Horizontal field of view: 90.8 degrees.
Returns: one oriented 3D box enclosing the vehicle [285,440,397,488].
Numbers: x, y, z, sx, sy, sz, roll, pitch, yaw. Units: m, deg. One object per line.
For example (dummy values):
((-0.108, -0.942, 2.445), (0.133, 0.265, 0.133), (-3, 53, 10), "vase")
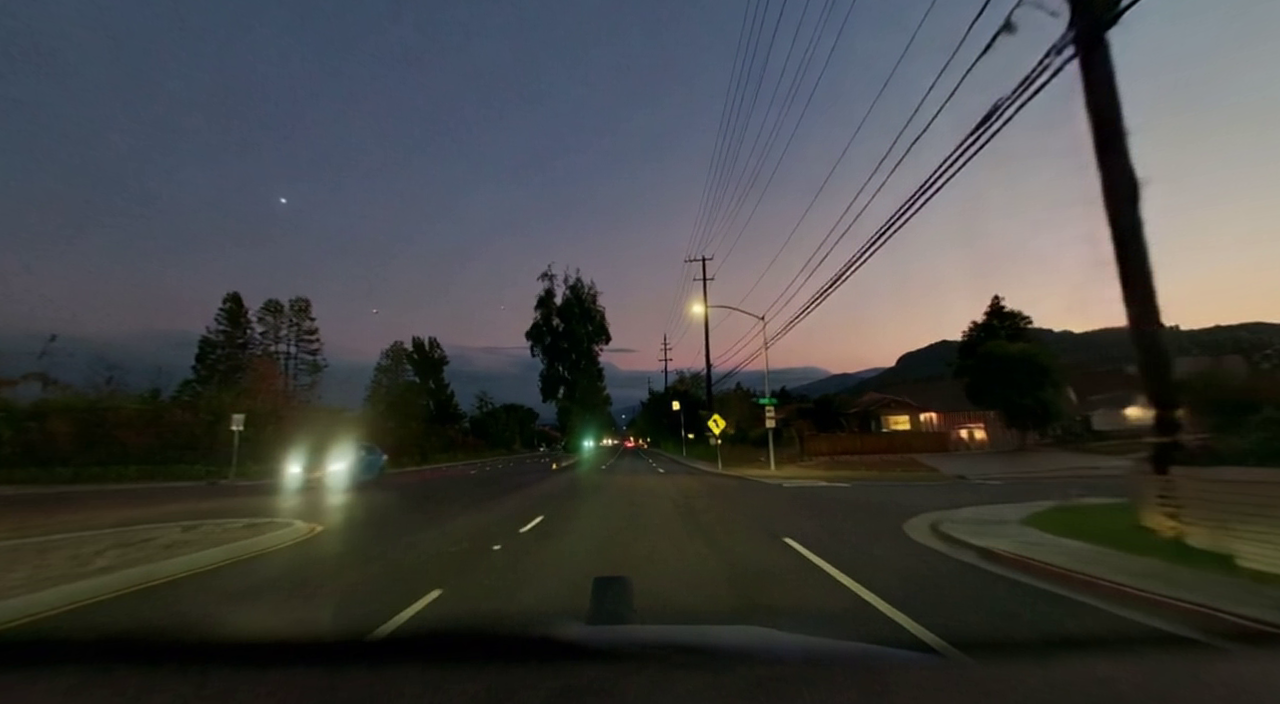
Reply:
((-11.408, 4.286, 24.549), (2.072, 1.680, 4.705), (0, -9, -1), "vehicle")
